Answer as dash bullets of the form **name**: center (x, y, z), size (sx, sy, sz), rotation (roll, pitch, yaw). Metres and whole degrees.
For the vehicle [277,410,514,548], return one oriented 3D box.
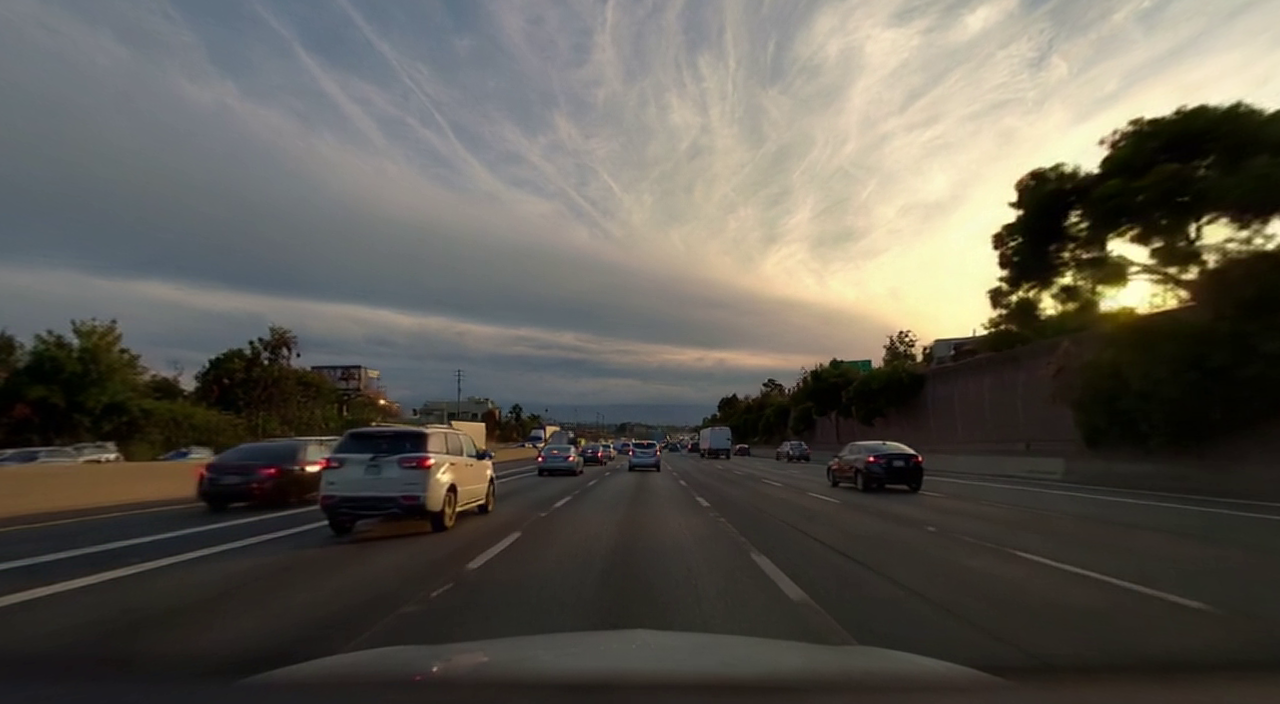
- **vehicle**: center (-3.570, 1.959, 10.318), size (2.012, 1.734, 4.510), rotation (0, -9, 0)

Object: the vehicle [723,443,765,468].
- **vehicle**: center (6.451, 6.486, 39.635), size (1.895, 1.488, 4.254), rotation (0, -9, 0)

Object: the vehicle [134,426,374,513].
- **vehicle**: center (-9.009, 2.810, 15.578), size (2.322, 1.743, 5.624), rotation (0, -9, 1)

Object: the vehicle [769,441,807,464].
- **vehicle**: center (11.360, 7.741, 48.638), size (1.988, 1.676, 4.262), rotation (0, -9, 1)

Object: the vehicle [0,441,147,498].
- **vehicle**: center (-18.203, 3.568, 19.538), size (1.728, 1.537, 4.734), rotation (-1, -9, 4)

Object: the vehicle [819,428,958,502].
- **vehicle**: center (6.584, 3.043, 17.303), size (1.992, 1.745, 4.329), rotation (0, -9, -1)

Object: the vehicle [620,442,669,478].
- **vehicle**: center (0.192, 4.841, 28.423), size (2.053, 1.461, 3.941), rotation (0, -9, 1)

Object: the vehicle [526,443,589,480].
- **vehicle**: center (-3.398, 4.614, 26.843), size (2.025, 1.449, 4.190), rotation (0, -9, 1)
